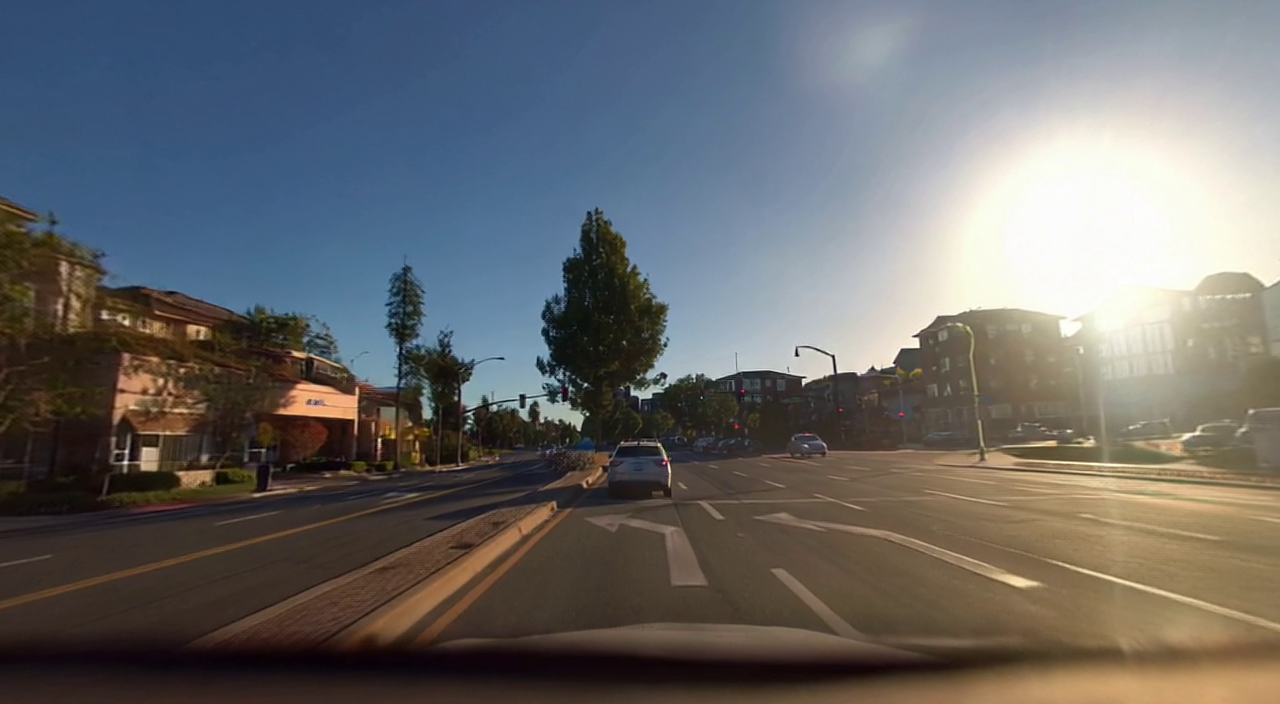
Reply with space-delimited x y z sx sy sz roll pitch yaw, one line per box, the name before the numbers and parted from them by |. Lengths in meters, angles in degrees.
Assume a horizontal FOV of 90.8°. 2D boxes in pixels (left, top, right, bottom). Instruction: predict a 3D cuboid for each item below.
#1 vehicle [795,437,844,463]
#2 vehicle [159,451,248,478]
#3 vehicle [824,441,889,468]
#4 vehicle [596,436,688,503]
vehicle | 13.111 7.186 46.513 1.981 1.746 5.375 0 -9 -1
vehicle | -30.977 7.935 44.893 4.758 1.809 2.114 8 -12 -44
vehicle | 12.604 5.987 37.127 2.059 1.482 4.568 0 -9 -1
vehicle | 0.008 2.947 16.229 2.064 1.477 3.968 0 -9 -1
